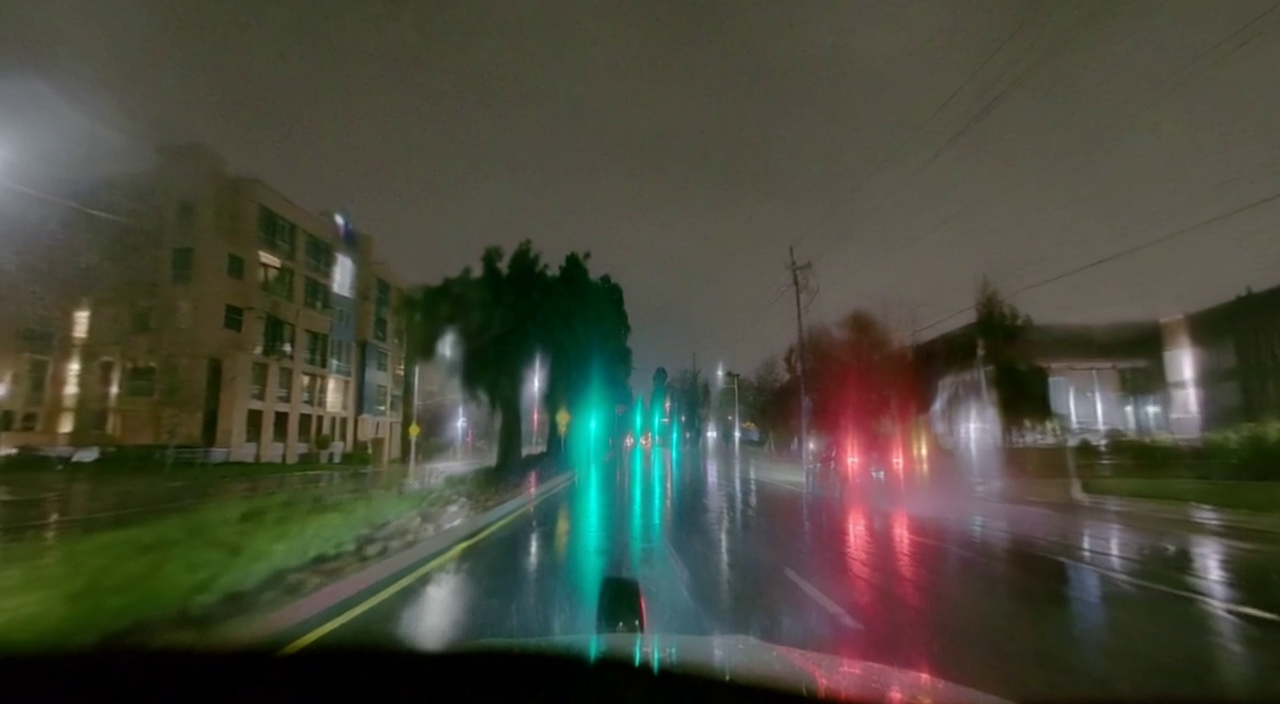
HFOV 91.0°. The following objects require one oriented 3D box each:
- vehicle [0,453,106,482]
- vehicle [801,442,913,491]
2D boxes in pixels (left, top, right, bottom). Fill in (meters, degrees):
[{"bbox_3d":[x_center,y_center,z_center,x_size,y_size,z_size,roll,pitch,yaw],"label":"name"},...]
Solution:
[{"bbox_3d":[-31.849,6.218,33.991,4.210,1.442,1.867,0,-9,0],"label":"vehicle"},{"bbox_3d":[7.026,3.749,21.001,2.054,1.421,4.487,0,-8,-1],"label":"vehicle"}]
